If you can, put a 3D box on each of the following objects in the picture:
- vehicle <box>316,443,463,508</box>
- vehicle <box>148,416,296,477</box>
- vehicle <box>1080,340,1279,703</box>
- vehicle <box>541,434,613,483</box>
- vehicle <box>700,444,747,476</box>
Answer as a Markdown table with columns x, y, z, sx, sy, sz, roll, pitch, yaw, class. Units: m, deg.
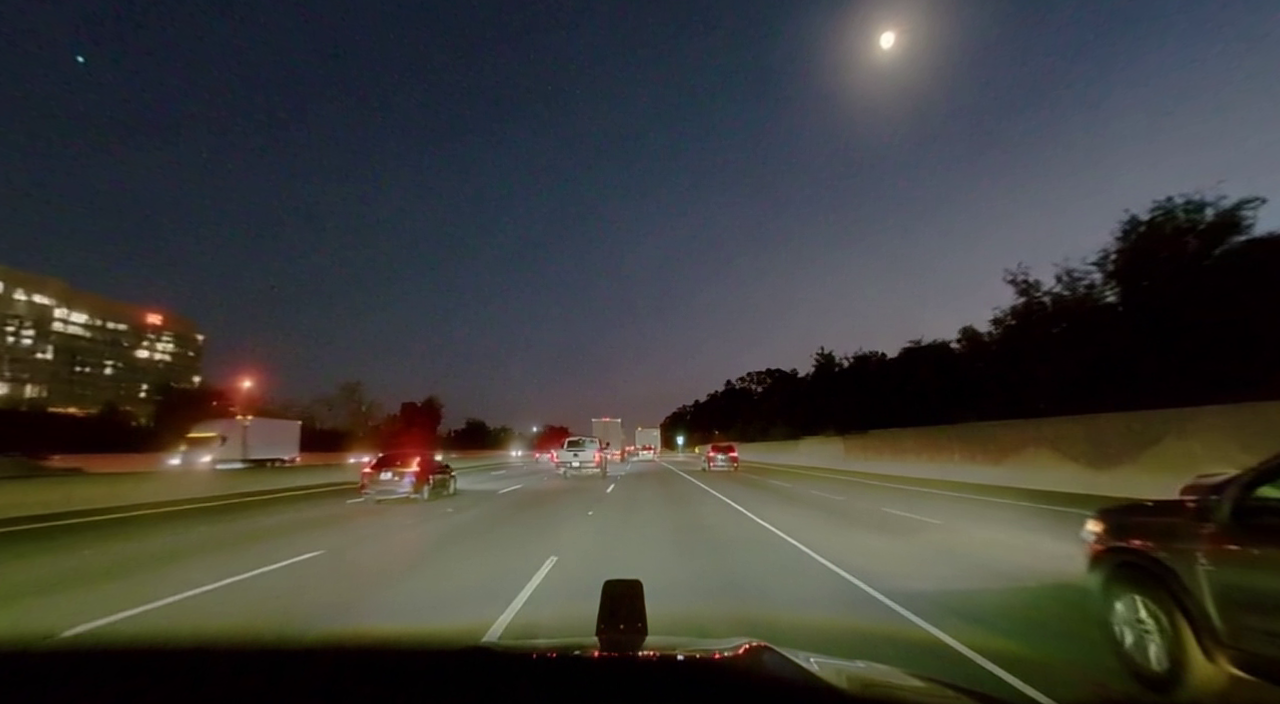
| x | y | z | sx | sy | sz | roll | pitch | yaw | class |
| --- | --- | --- | --- | --- | --- | --- | --- | --- | --- |
| -6.553 | 3.255 | 17.102 | 2.235 | 1.506 | 4.159 | 0 | -8 | 1 | vehicle |
| -28.248 | 6.524 | 43.547 | 2.942 | 3.699 | 10.305 | 0 | -9 | 1 | vehicle |
| 3.363 | 0.610 | 1.141 | 2.028 | 1.658 | 4.334 | -1 | -9 | 1 | vehicle |
| -2.754 | 4.918 | 29.587 | 2.645 | 2.023 | 6.491 | 0 | -9 | 1 | vehicle |
| 4.576 | 5.973 | 35.205 | 2.026 | 1.661 | 3.865 | 0 | -8 | -1 | vehicle |
